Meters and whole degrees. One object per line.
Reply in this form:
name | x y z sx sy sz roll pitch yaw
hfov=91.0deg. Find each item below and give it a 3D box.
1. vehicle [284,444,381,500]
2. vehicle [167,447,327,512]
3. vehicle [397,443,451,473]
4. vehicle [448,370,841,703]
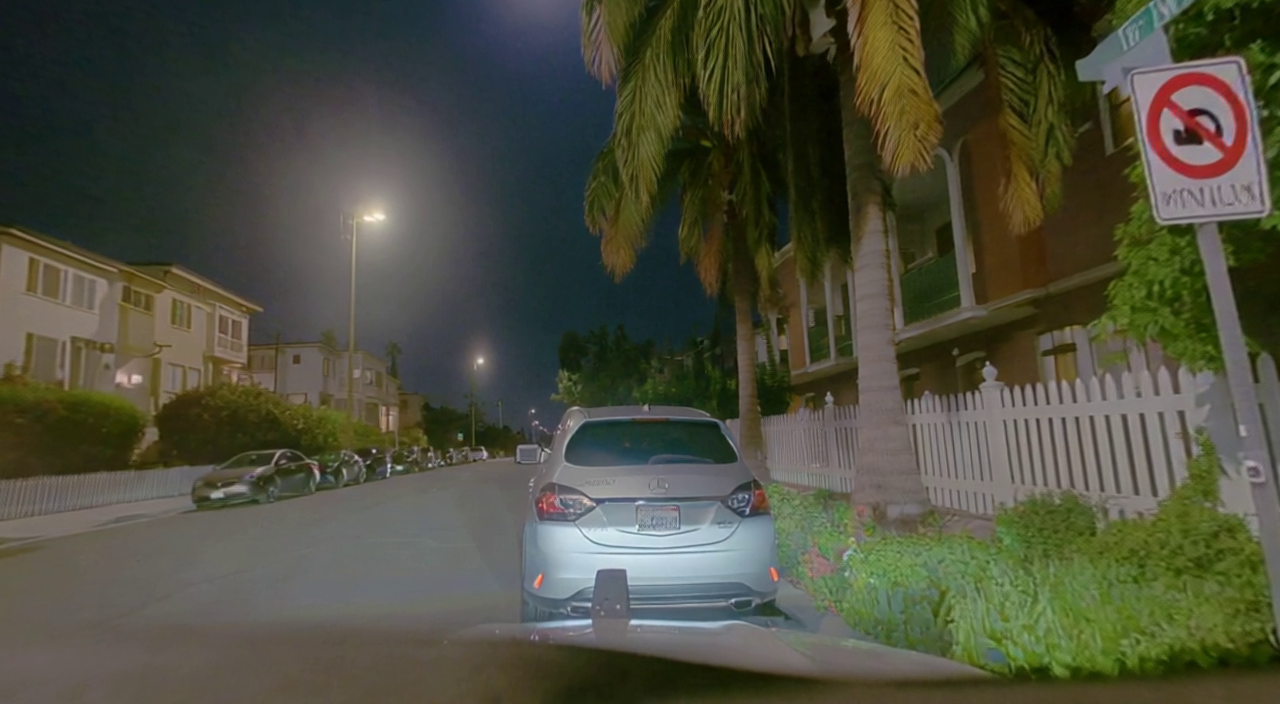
vehicle | -12.163 4.712 25.262 2.048 1.485 4.757 -4 -4 -7
vehicle | -11.402 3.665 18.791 2.017 1.627 5.039 1 -8 -7
vehicle | -13.181 6.464 38.702 2.060 1.689 4.999 1 -8 -7
vehicle | -0.135 1.218 4.996 1.894 1.695 3.795 1 -8 -5
